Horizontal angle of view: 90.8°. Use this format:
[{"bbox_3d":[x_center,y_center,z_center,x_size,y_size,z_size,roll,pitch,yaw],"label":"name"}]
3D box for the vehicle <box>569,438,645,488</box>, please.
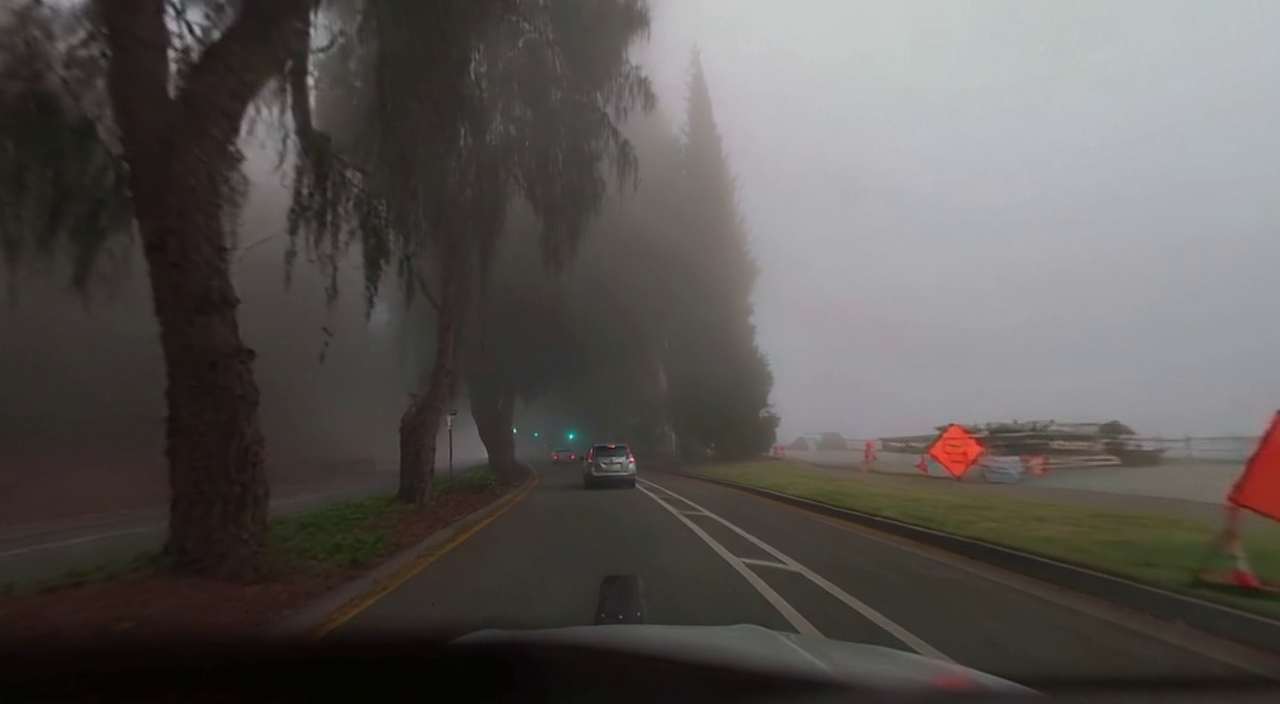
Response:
[{"bbox_3d":[-1.269,3.764,21.829,2.266,1.508,4.430,1,-8,-7],"label":"vehicle"}]
